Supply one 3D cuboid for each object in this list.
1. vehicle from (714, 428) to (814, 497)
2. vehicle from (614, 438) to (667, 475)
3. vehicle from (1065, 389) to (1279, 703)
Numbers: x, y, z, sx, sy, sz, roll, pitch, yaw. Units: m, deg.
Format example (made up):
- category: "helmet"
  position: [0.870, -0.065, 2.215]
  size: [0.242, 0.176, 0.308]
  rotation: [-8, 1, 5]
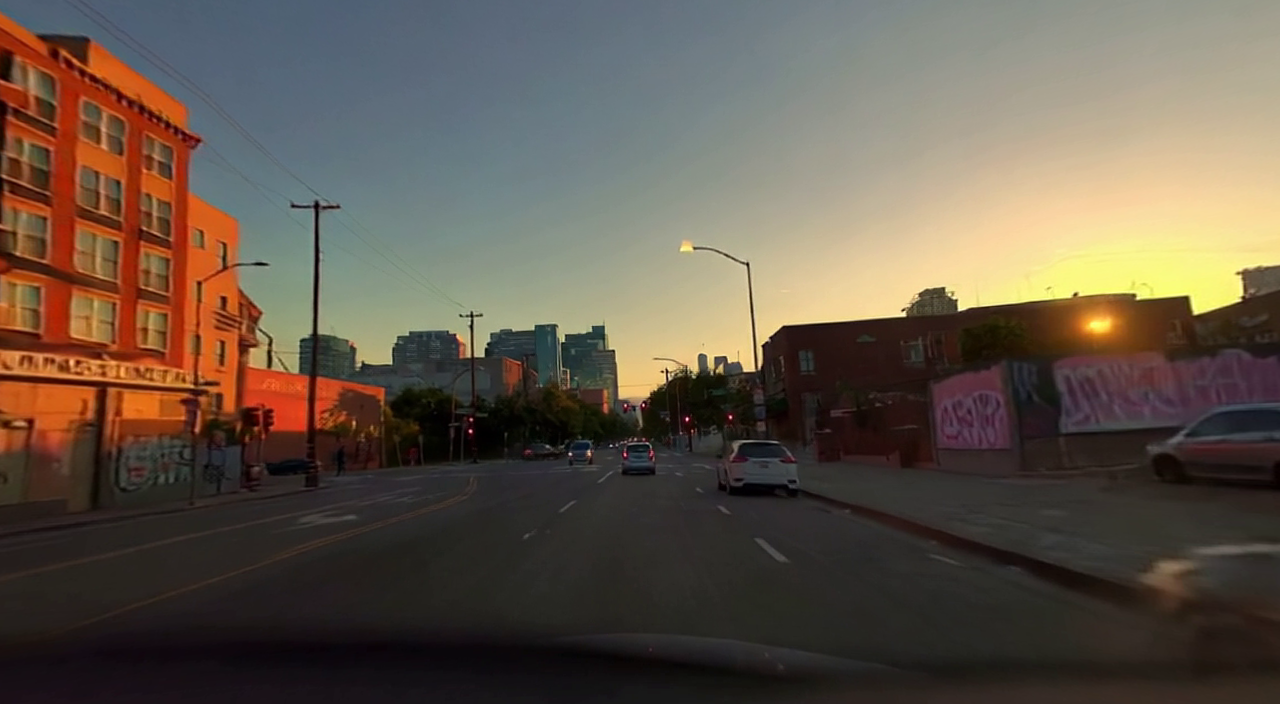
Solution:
- category: "vehicle"
  position: [3.378, 3.110, 18.075]
  size: [1.938, 1.714, 4.402]
  rotation: [0, -9, -1]
- category: "vehicle"
  position: [0.012, 4.615, 27.899]
  size: [2.153, 1.505, 4.452]
  rotation: [0, -9, 0]
- category: "vehicle"
  position: [3.127, 0.726, 0.937]
  size: [2.062, 1.535, 4.206]
  rotation: [0, -9, 1]
